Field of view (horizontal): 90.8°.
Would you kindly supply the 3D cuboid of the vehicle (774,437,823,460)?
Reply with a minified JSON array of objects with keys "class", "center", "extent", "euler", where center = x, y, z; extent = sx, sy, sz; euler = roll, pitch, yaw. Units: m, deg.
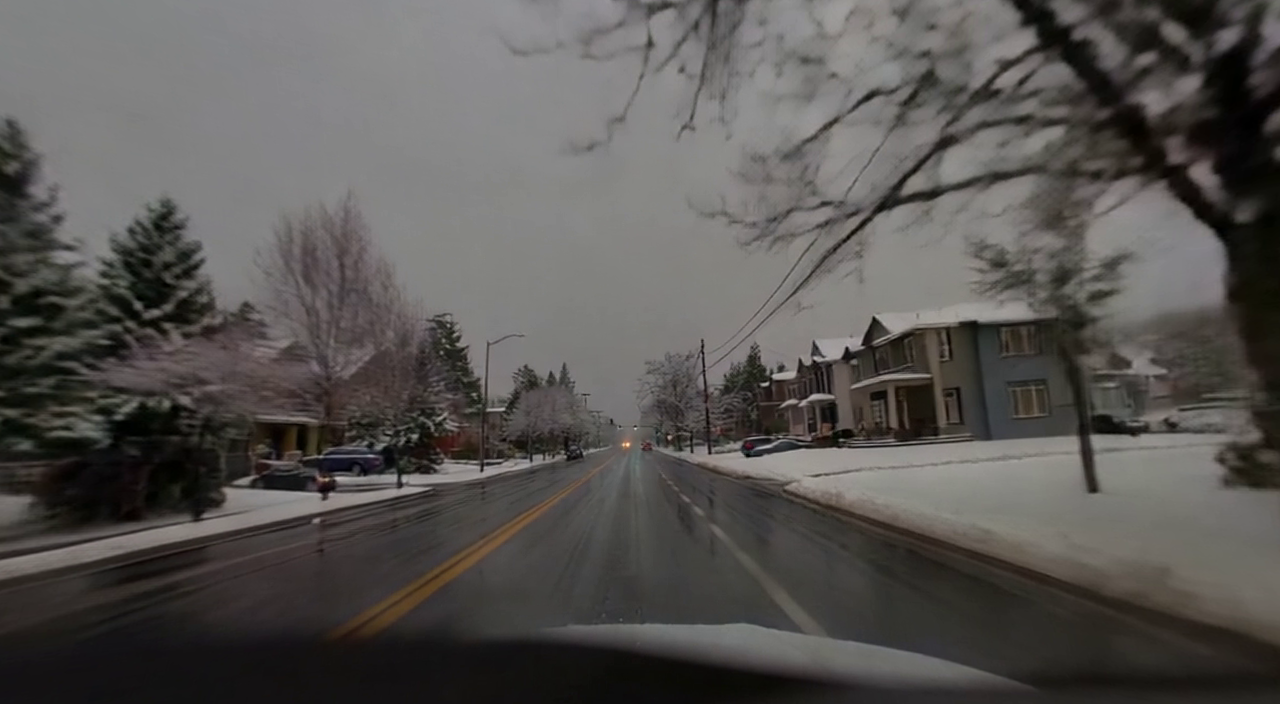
[{"class":"vehicle","center":[11.806,7.245,47.541],"extent":[2.181,1.530,4.867],"euler":[-2,-8,-3]}]

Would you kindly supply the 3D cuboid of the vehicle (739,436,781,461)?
[{"class":"vehicle","center":[8.978,7.257,47.643],"extent":[2.121,1.785,4.693],"euler":[0,-9,-1]}]

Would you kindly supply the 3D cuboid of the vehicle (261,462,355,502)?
[{"class":"vehicle","center":[-15.446,6.034,29.712],"extent":[2.124,1.538,4.237],"euler":[-1,-8,0]}]
